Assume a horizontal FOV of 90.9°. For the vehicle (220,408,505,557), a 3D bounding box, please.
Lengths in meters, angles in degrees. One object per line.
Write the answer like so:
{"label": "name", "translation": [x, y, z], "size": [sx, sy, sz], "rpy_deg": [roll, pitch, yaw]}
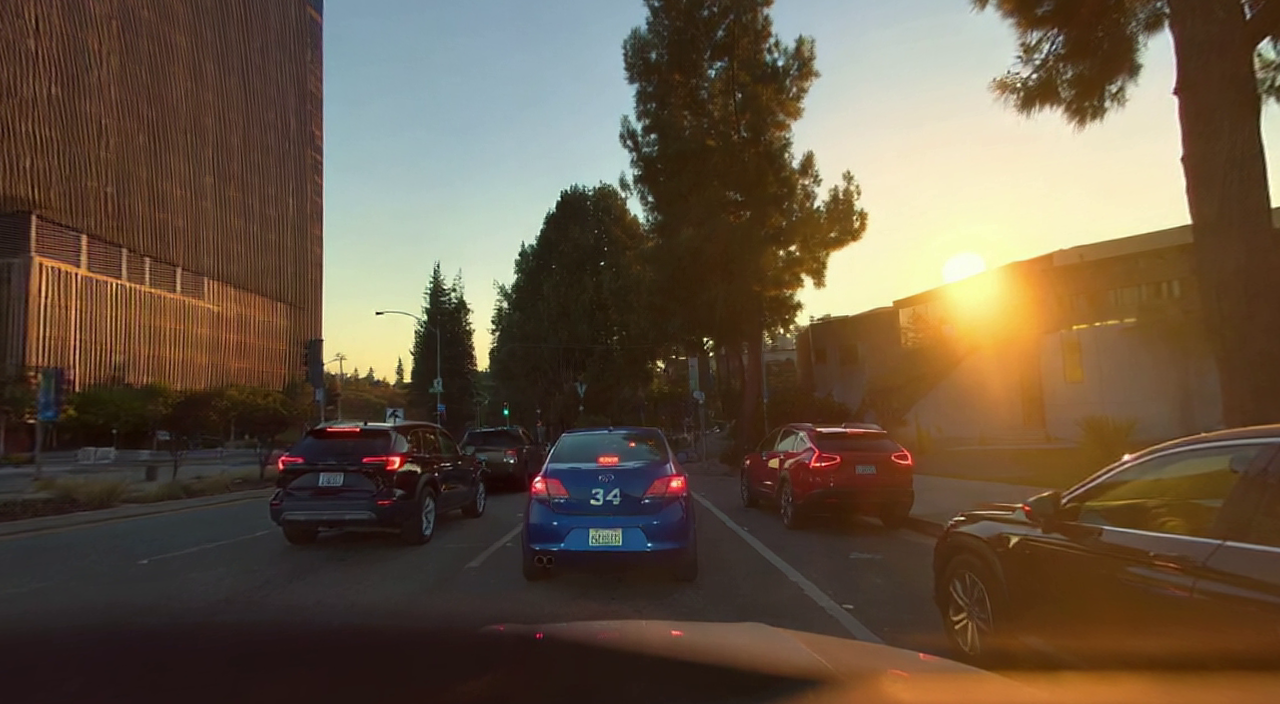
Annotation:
{"label": "vehicle", "translation": [-3.753, 1.872, 9.794], "size": [2.141, 1.718, 4.809], "rpy_deg": [0, -8, 1]}

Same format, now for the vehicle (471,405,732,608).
{"label": "vehicle", "translation": [-0.359, 1.584, 7.419], "size": [2.114, 1.631, 4.459], "rpy_deg": [0, -8, -1]}

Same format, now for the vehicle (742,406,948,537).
{"label": "vehicle", "translation": [3.344, 2.076, 11.535], "size": [2.117, 1.879, 4.715], "rpy_deg": [0, -8, -1]}

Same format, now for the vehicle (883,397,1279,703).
{"label": "vehicle", "translation": [3.245, 1.076, 3.410], "size": [2.045, 1.459, 4.462], "rpy_deg": [0, -8, -1]}
